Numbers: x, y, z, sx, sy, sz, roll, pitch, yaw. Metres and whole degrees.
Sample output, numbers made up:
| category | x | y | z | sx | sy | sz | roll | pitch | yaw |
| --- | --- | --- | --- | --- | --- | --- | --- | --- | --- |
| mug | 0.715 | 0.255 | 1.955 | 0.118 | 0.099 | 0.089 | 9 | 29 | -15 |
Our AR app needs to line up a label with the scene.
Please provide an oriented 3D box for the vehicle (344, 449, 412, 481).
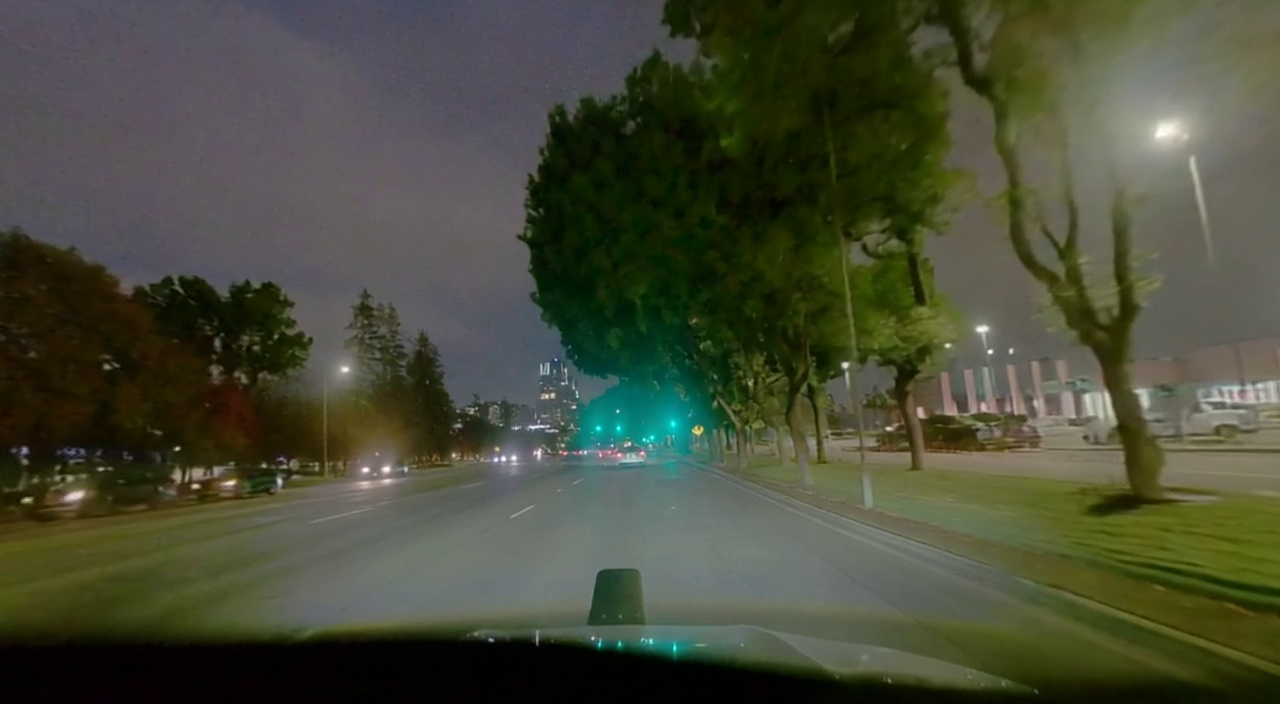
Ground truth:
| category | x | y | z | sx | sy | sz | roll | pitch | yaw |
| --- | --- | --- | --- | --- | --- | --- | --- | --- | --- |
| vehicle | -16.780 | 7.237 | 40.750 | 2.342 | 1.868 | 4.758 | 0 | -8 | 0 |

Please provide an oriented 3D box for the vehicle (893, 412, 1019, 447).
| category | x | y | z | sx | sy | sz | roll | pitch | yaw |
| --- | --- | --- | --- | --- | --- | --- | --- | --- | --- |
| vehicle | 13.188 | 3.275 | 26.579 | 4.144 | 1.407 | 2.201 | 0 | -8 | -1 |

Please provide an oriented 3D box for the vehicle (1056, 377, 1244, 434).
| category | x | y | z | sx | sy | sz | roll | pitch | yaw |
| --- | --- | --- | --- | --- | --- | --- | --- | --- | --- |
| vehicle | 15.133 | 1.668 | 18.881 | 3.956 | 1.504 | 2.170 | 2 | -9 | -9 |

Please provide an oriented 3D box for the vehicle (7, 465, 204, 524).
| category | x | y | z | sx | sy | sz | roll | pitch | yaw |
| --- | --- | --- | --- | --- | --- | --- | --- | --- | --- |
| vehicle | -16.479 | 4.369 | 19.904 | 2.058 | 1.459 | 4.704 | 0 | -8 | 1 |

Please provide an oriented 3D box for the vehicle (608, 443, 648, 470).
| category | x | y | z | sx | sy | sz | roll | pitch | yaw |
| --- | --- | --- | --- | --- | --- | --- | --- | --- | --- |
| vehicle | -0.653 | 6.150 | 37.462 | 2.235 | 1.500 | 4.420 | 0 | -8 | 0 |

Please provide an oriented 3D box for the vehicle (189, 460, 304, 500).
| category | x | y | z | sx | sy | sz | roll | pitch | yaw |
| --- | --- | --- | --- | --- | --- | --- | --- | --- | --- |
| vehicle | -17.006 | 5.518 | 27.660 | 1.985 | 1.471 | 4.797 | 0 | -8 | 0 |
